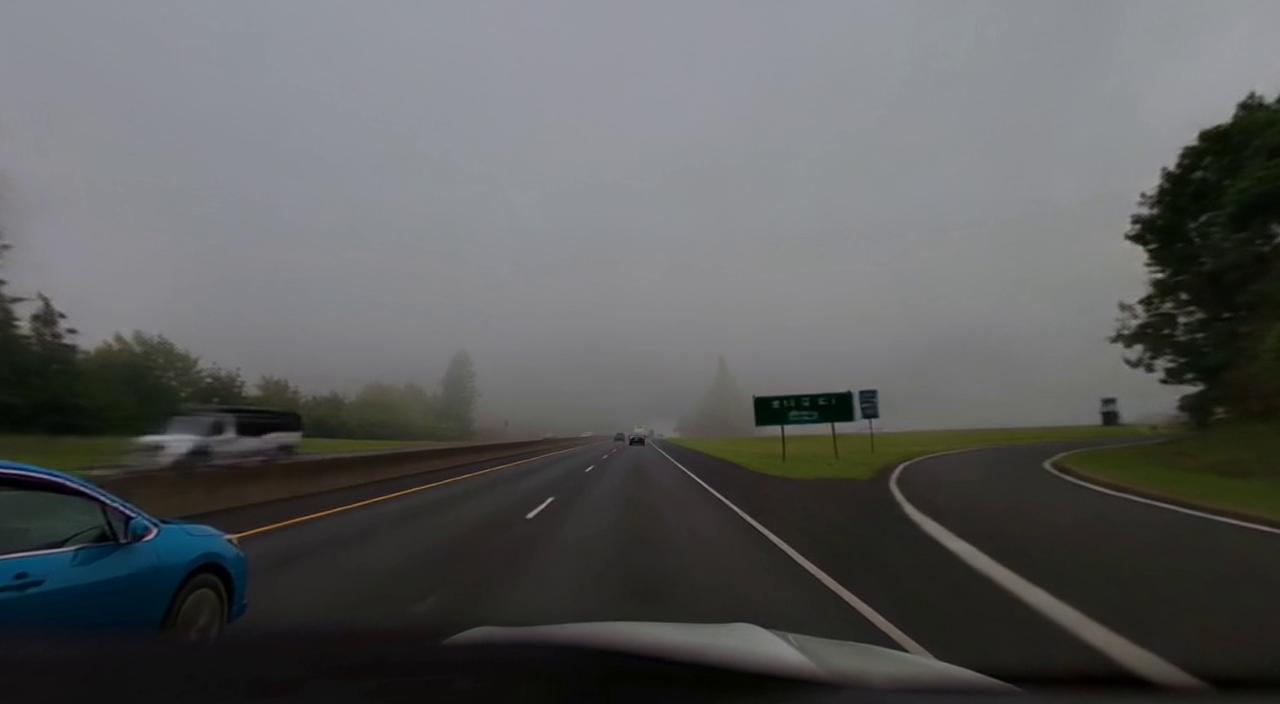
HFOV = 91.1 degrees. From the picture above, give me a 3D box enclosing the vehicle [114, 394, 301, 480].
[{"bbox_3d":[-14.788,2.978,22.151,2.373,2.626,5.780,0,-8,1],"label":"vehicle"}]
